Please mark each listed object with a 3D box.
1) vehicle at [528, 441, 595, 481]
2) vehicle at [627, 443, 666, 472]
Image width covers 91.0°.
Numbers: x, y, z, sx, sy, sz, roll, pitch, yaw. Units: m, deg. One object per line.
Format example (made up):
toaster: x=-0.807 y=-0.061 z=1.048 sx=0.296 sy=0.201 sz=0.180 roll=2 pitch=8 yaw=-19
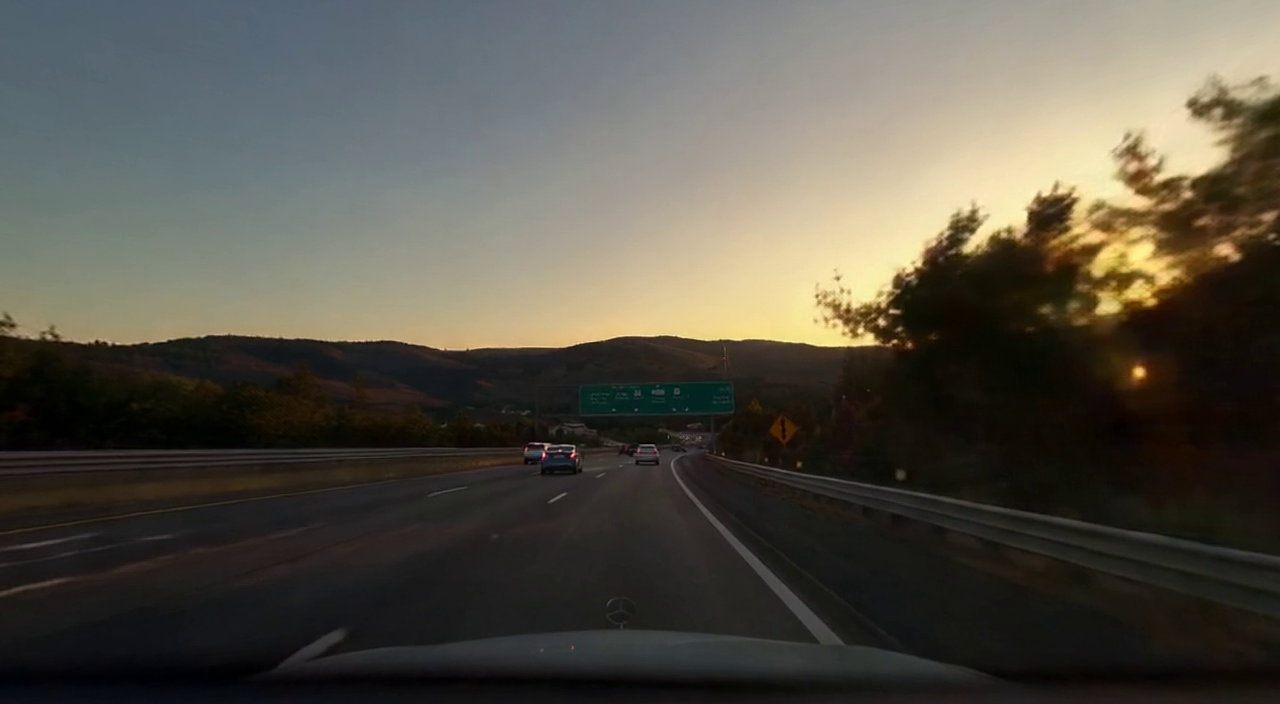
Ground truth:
vehicle: x=-3.280 y=4.652 z=27.165 sx=2.129 sy=1.563 sz=4.387 roll=-1 pitch=-9 yaw=3
vehicle: x=0.436 y=6.003 z=36.028 sx=2.129 sy=1.502 sz=4.321 roll=0 pitch=-9 yaw=2
